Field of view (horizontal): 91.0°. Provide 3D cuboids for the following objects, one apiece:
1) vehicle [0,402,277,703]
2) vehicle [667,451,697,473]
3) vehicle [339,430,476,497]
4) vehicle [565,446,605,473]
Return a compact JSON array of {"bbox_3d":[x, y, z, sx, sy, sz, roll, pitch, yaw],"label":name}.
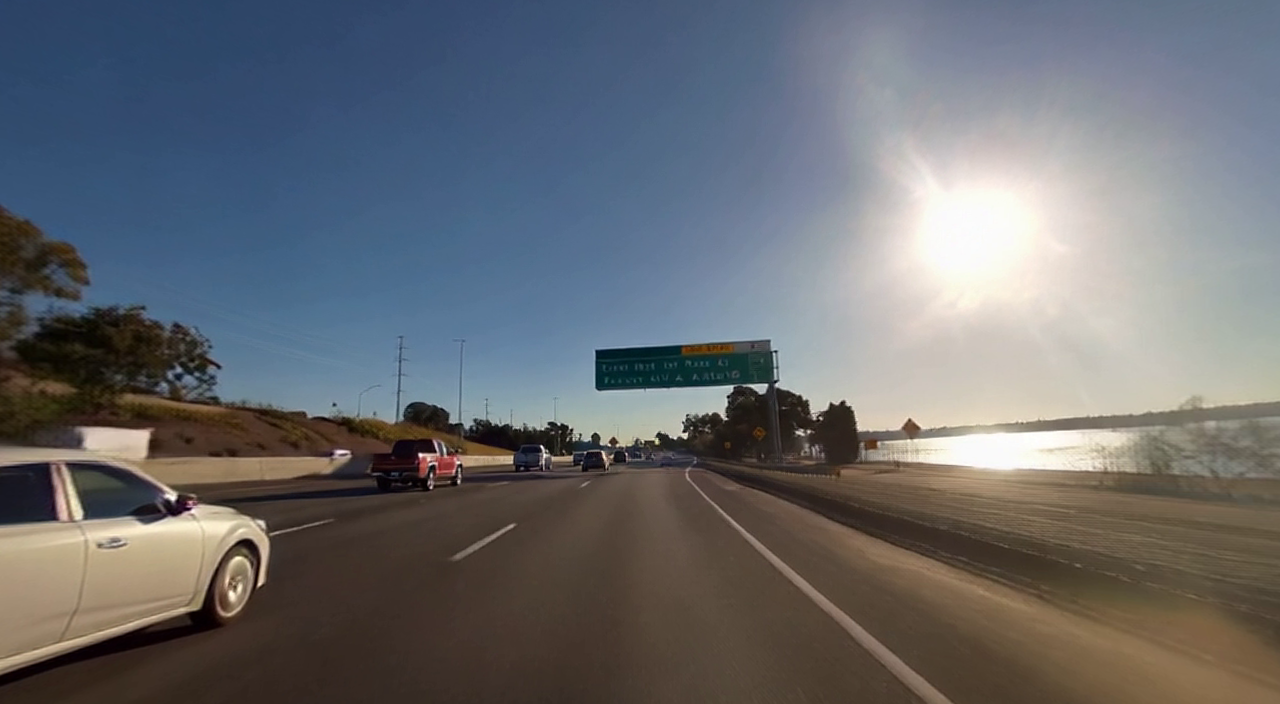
[{"bbox_3d":[-4.086,1.001,2.923,2.027,1.547,4.511,0,-9,1],"label":"vehicle"},{"bbox_3d":[3.114,8.225,47.350,2.153,1.510,4.646,0,-9,3],"label":"vehicle"},{"bbox_3d":[-7.433,3.630,20.974,2.250,1.870,5.647,0,-9,2],"label":"vehicle"},{"bbox_3d":[-3.602,7.133,42.040,2.132,1.708,4.571,0,-9,1],"label":"vehicle"}]
